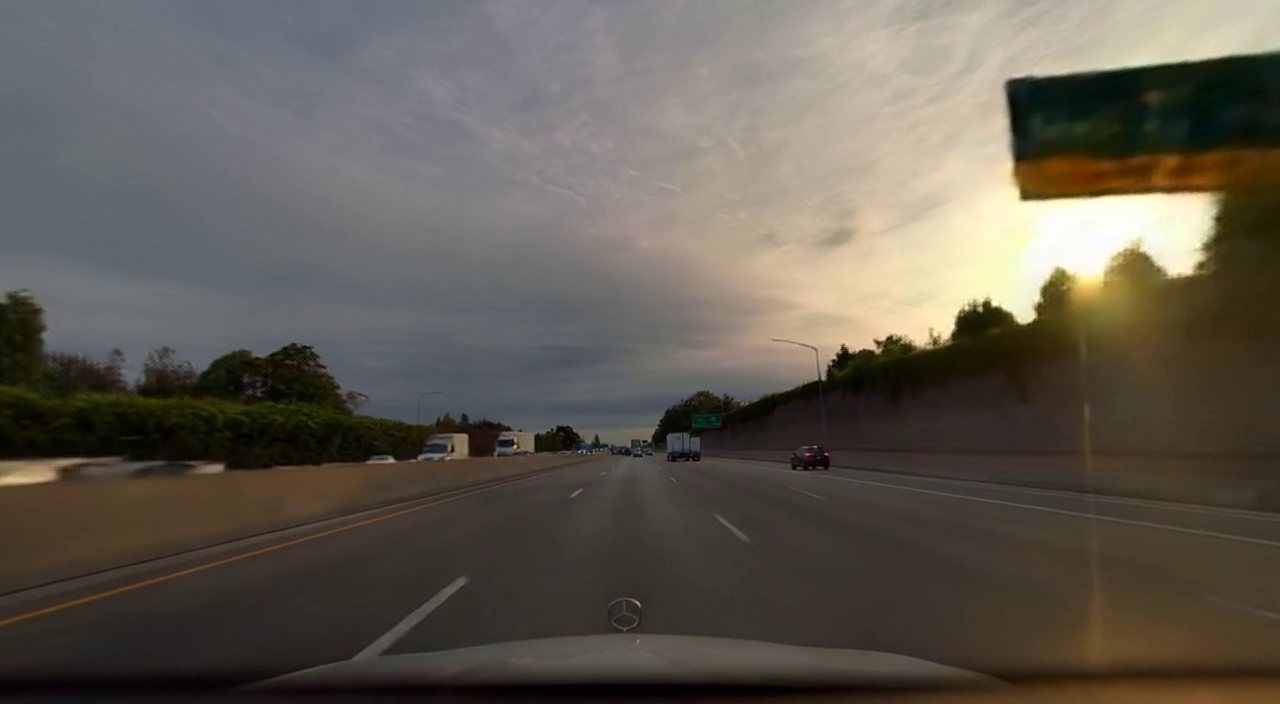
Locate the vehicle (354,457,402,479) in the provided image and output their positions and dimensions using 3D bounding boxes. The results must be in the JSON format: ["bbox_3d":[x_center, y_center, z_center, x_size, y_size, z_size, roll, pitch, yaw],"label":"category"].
[{"bbox_3d":[-20.444,9.042,49.256,1.930,1.590,4.292,0,-9,0],"label":"vehicle"}]

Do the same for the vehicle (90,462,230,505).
[{"bbox_3d":[-19.752,5.400,26.242,1.988,1.479,4.940,0,-9,-1],"label":"vehicle"}]

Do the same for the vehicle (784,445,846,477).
[{"bbox_3d":[9.600,5.991,34.885,1.950,1.632,4.845,0,-9,-1],"label":"vehicle"}]

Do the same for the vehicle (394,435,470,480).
[{"bbox_3d":[-13.326,6.816,40.901,2.487,2.645,6.936,0,-9,0],"label":"vehicle"}]
